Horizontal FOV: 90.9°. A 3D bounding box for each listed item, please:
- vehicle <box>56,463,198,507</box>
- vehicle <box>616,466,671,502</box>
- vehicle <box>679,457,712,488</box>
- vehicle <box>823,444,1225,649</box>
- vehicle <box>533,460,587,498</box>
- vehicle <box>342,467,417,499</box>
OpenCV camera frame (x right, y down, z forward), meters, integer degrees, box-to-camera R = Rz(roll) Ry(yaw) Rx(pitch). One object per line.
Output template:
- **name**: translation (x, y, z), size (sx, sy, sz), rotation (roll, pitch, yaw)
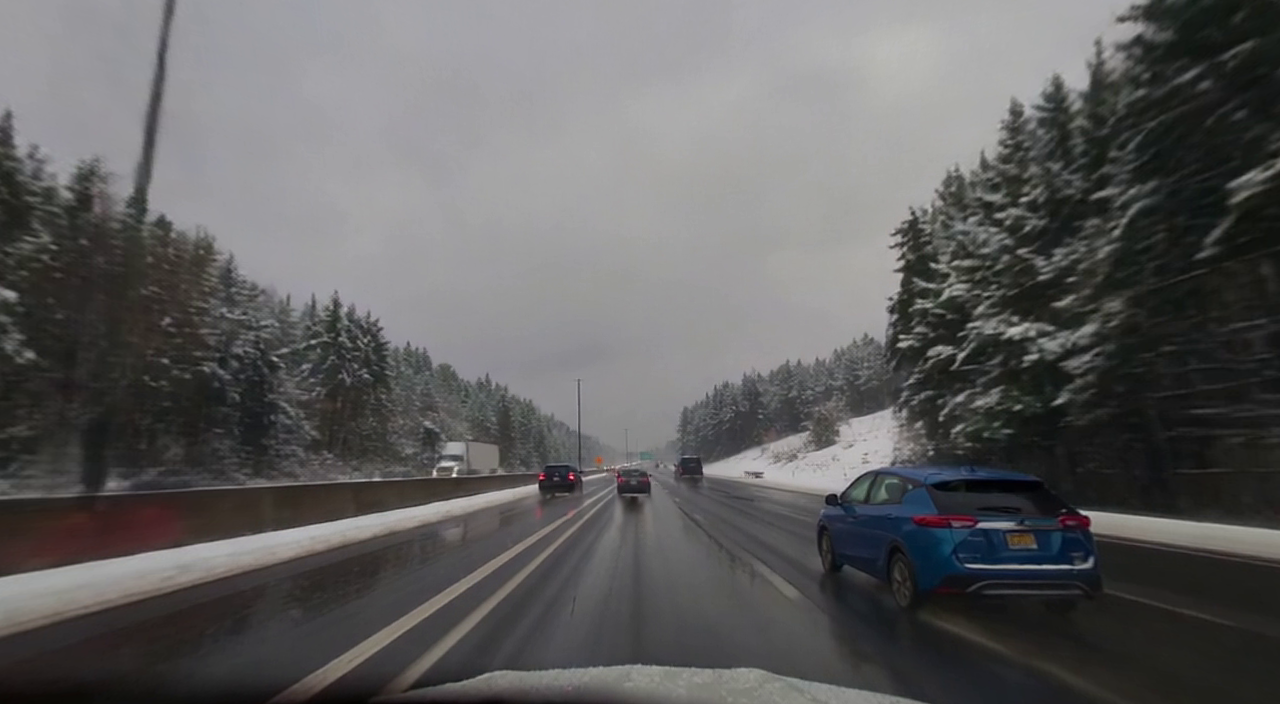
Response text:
- **vehicle**: translation (-20.060, 5.208, 24.926), size (1.916, 1.548, 4.320), rotation (1, -10, 0)
- **vehicle**: translation (0.143, 5.832, 28.007), size (2.241, 1.425, 3.973), rotation (1, -10, 0)
- **vehicle**: translation (4.116, 8.986, 47.082), size (2.030, 2.172, 3.621), rotation (1, -10, -1)
- **vehicle**: translation (3.586, 1.881, 6.915), size (1.938, 1.561, 3.786), rotation (1, -10, -1)
- **vehicle**: translation (-3.871, 6.277, 31.353), size (2.021, 1.706, 4.247), rotation (1, -10, 1)
- **vehicle**: translation (-13.771, 6.944, 33.646), size (1.960, 1.494, 4.650), rotation (1, -10, 1)
